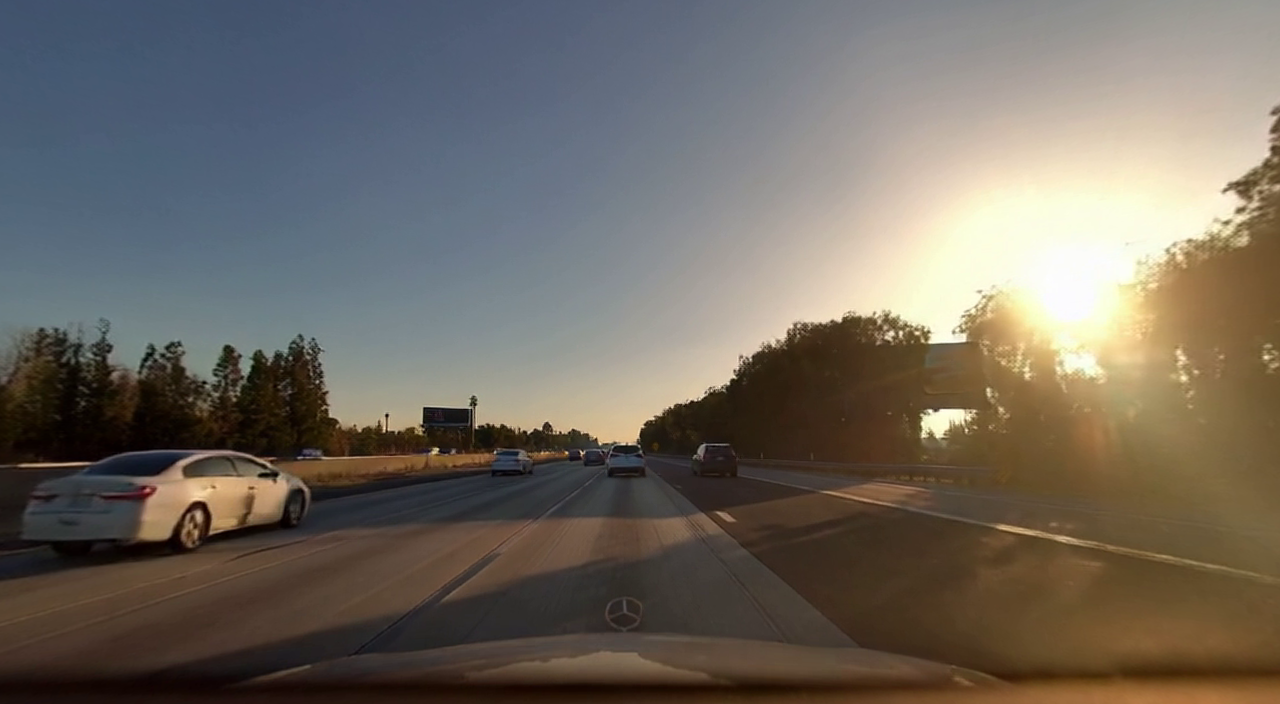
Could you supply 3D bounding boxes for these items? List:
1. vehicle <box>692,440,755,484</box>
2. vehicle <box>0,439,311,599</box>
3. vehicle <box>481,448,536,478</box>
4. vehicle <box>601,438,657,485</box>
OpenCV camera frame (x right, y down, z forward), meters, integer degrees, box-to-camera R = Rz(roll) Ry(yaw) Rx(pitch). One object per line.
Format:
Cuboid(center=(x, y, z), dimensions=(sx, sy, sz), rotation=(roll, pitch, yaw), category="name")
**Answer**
Cuboid(center=(3.436, 4.631, 26.859), dimensions=(1.925, 1.716, 4.378), rotation=(0, -9, -2), category="vehicle")
Cuboid(center=(-6.640, 1.957, 8.427), dimensions=(1.918, 1.509, 4.736), rotation=(0, -9, 0), category="vehicle")
Cuboid(center=(-7.019, 5.934, 34.022), dimensions=(1.892, 1.468, 4.792), rotation=(0, -9, 0), category="vehicle")
Cuboid(center=(-0.447, 4.517, 26.348), dimensions=(2.127, 1.749, 4.776), rotation=(0, -9, -1), category="vehicle")
